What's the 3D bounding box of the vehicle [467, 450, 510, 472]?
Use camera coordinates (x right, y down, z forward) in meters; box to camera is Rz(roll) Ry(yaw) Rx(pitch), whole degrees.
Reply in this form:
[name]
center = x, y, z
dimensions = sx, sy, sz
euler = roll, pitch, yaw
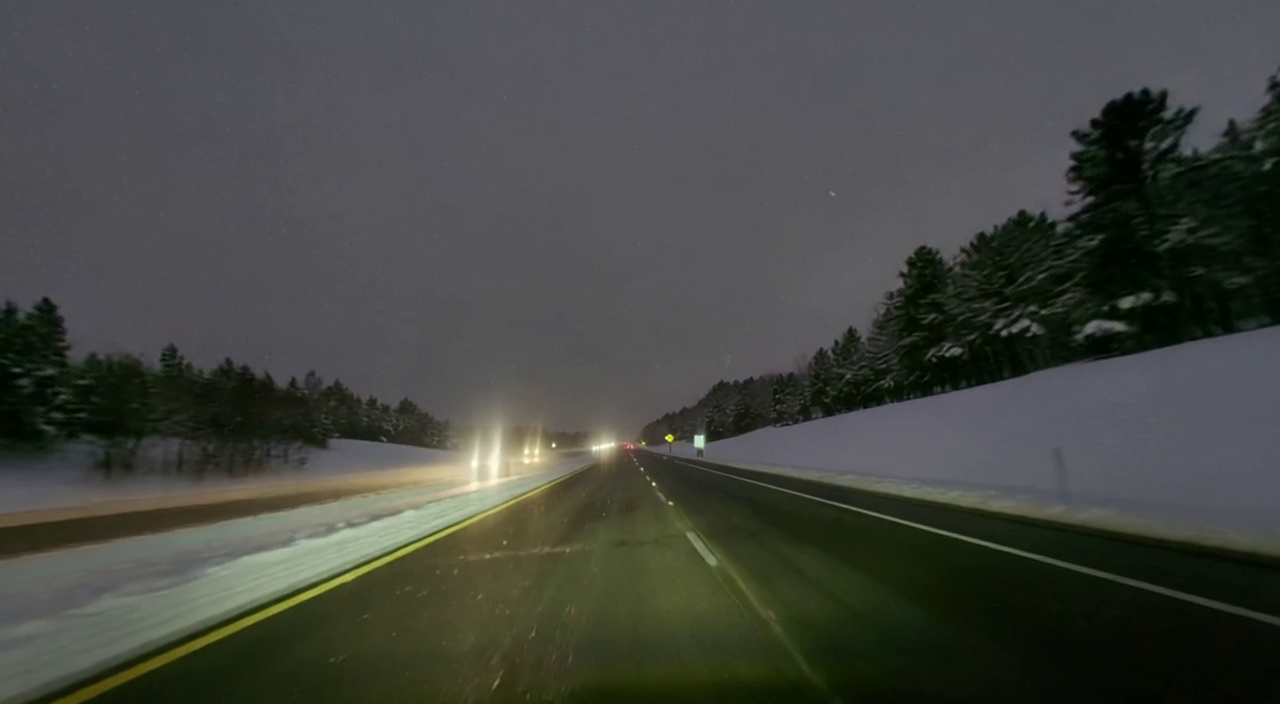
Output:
[vehicle]
center = -10.551, 7.581, 44.052
dimensions = 1.926, 1.438, 4.501
euler = 0, -9, -1
